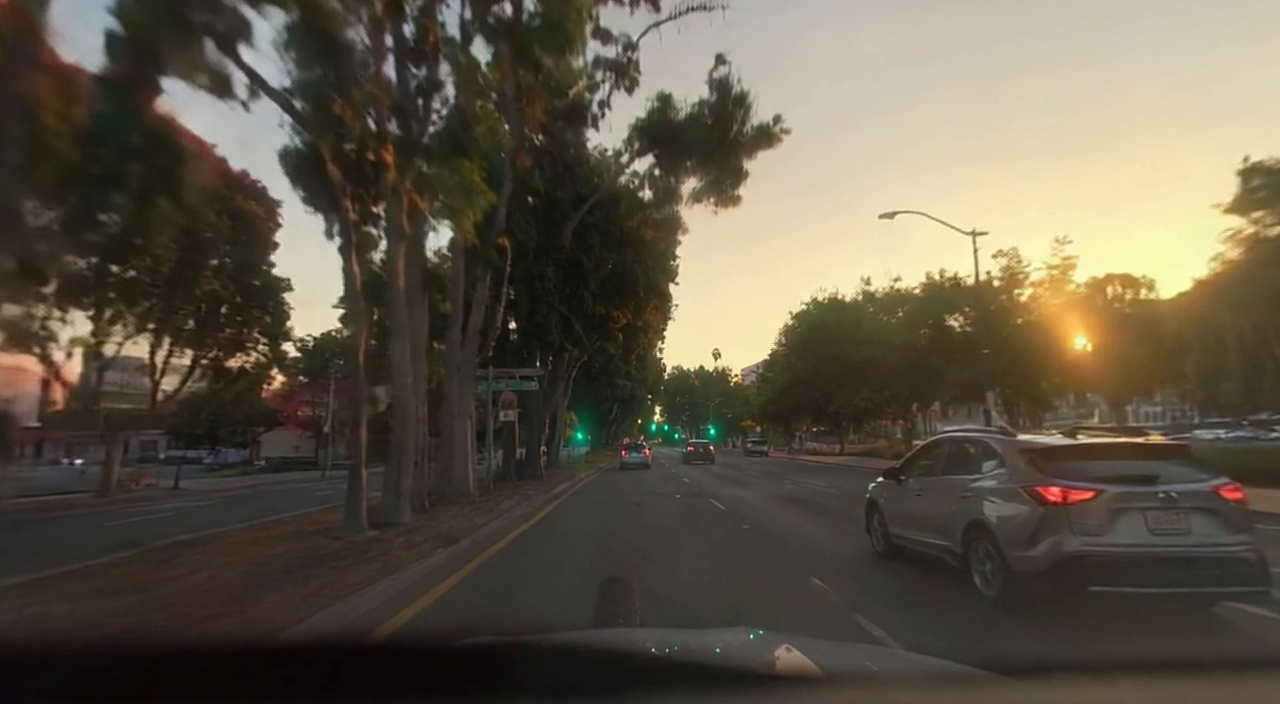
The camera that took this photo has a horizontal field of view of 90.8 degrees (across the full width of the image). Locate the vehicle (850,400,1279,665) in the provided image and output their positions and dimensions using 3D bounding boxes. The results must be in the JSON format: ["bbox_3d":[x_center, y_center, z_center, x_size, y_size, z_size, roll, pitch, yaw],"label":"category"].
[{"bbox_3d":[3.555,1.334,5.713,1.937,1.538,3.832,0,-8,-1],"label":"vehicle"}]

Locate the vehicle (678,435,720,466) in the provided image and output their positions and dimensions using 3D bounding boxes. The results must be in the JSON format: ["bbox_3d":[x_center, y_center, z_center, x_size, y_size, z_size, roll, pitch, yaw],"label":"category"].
[{"bbox_3d":[3.480,5.931,38.315,2.036,1.757,4.300,0,-8,-1],"label":"vehicle"}]

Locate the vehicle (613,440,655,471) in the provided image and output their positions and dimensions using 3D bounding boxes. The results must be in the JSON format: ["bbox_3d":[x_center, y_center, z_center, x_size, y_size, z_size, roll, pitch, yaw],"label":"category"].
[{"bbox_3d":[-0.327,5.365,33.002,2.054,1.446,3.969,0,-8,-1],"label":"vehicle"}]
